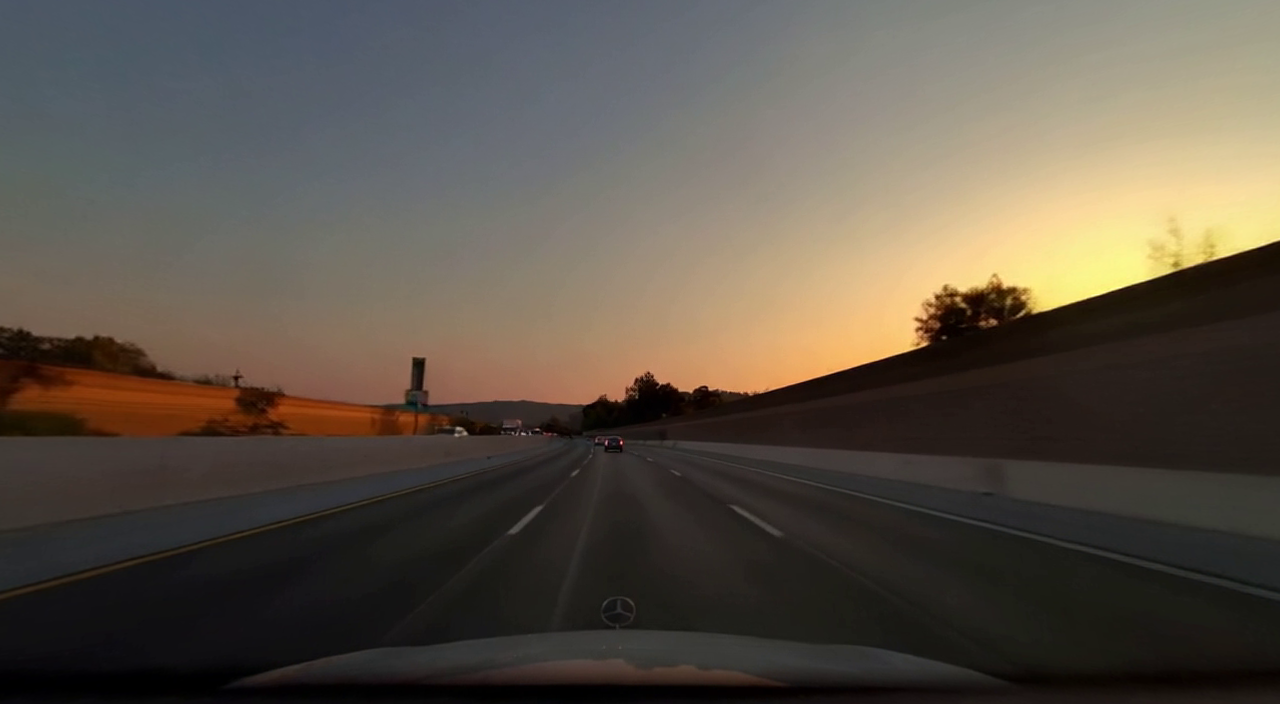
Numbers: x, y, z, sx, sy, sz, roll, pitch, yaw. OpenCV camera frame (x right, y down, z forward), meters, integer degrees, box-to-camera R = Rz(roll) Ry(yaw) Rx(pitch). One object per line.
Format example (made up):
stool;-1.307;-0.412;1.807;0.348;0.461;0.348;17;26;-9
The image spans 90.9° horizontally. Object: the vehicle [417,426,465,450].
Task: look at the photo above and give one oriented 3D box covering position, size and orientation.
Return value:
vehicle;-14.023;6.108;44.706;2.117;1.595;4.463;0;-8;-3
